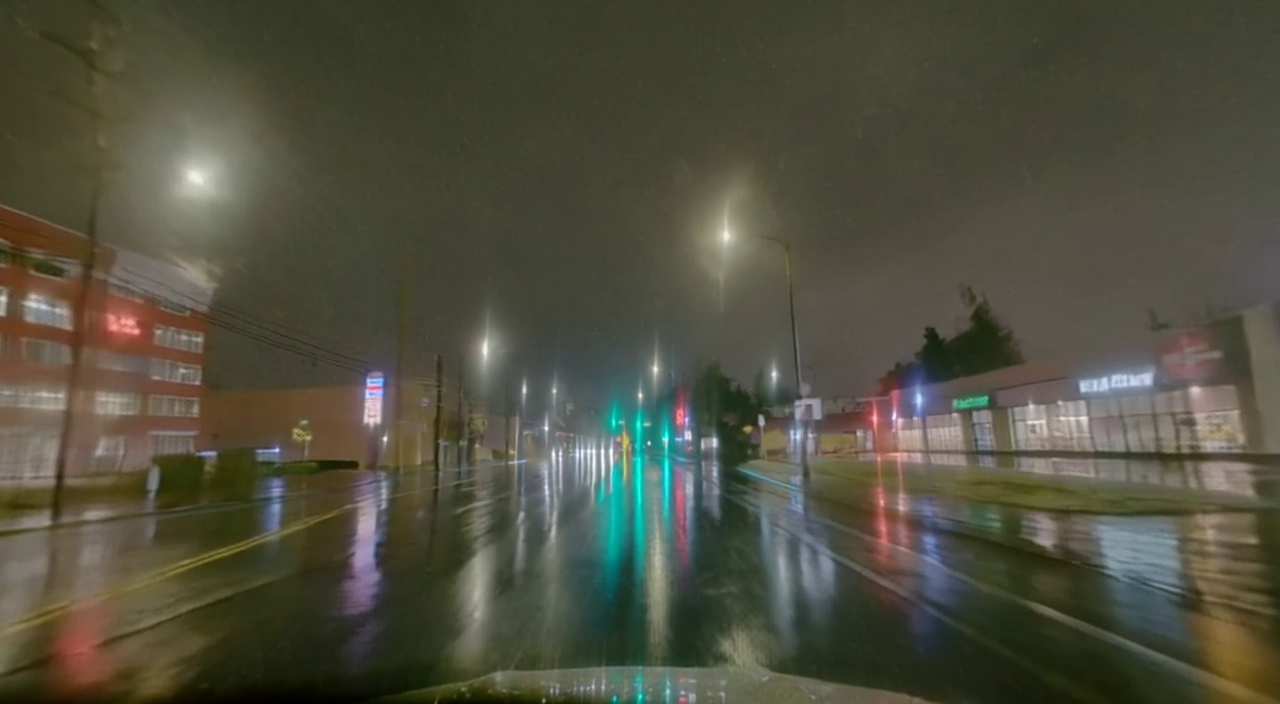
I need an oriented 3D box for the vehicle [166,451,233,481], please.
[{"bbox_3d":[-29.094,7.460,41.528,4.811,1.756,2.070,-6,-11,37],"label":"vehicle"}]
